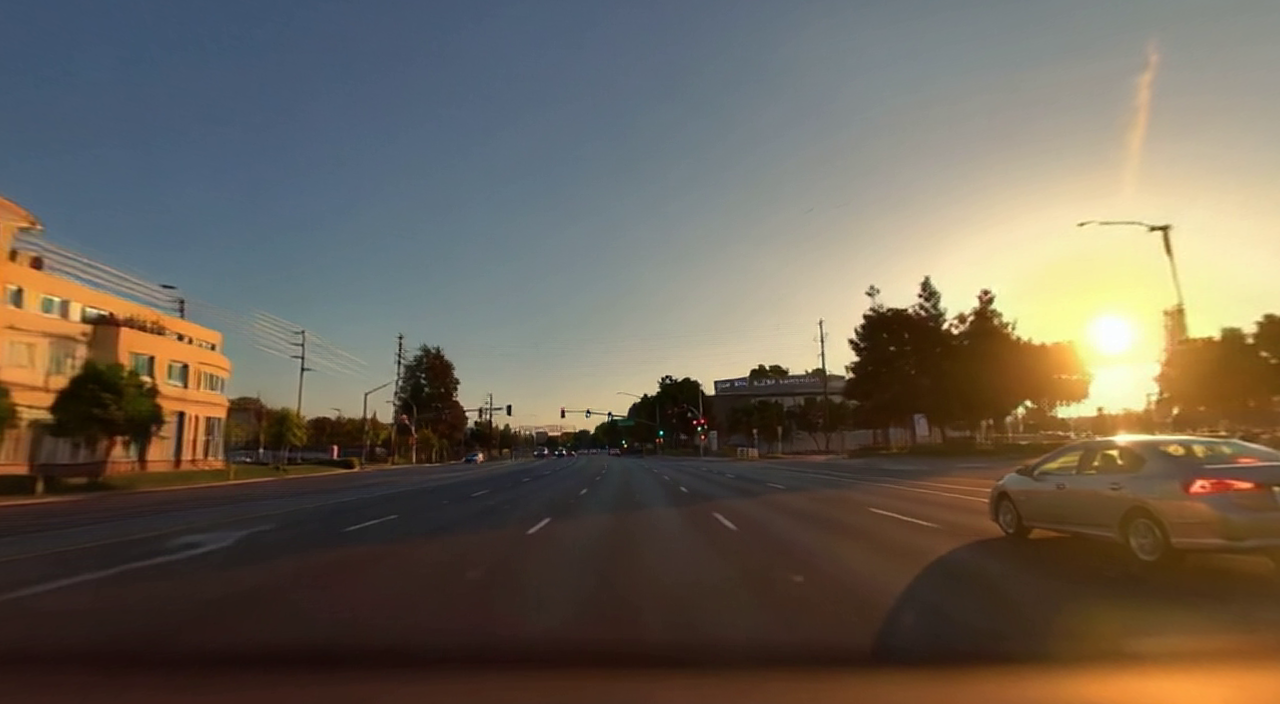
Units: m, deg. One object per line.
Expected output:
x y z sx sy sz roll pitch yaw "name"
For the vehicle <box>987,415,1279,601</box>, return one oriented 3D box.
6.220 1.549 7.025 2.070 1.491 4.575 0 -9 -1 "vehicle"
